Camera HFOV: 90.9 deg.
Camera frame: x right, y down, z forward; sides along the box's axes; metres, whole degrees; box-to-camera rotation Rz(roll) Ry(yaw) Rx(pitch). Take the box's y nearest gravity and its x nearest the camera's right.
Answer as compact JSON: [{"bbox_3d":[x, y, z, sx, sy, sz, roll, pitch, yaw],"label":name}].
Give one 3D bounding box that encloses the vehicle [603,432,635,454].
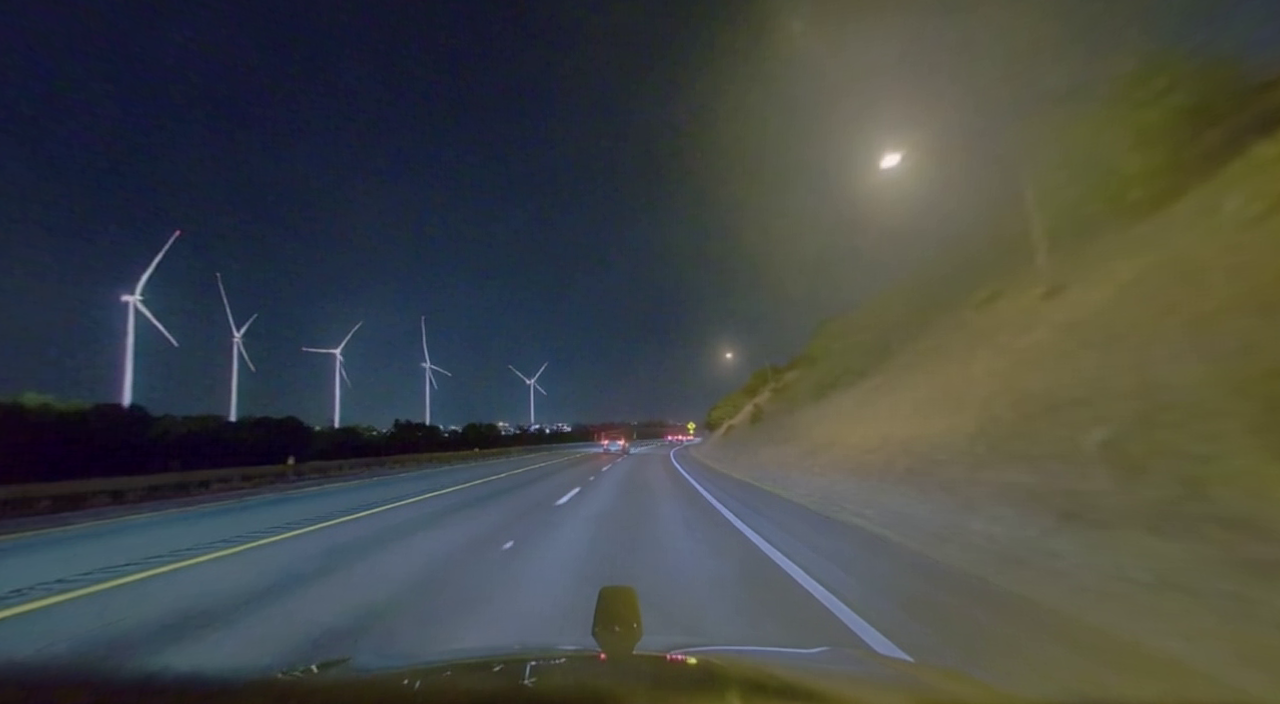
[{"bbox_3d":[-1.610,7.108,49.173,2.123,1.629,4.180,0,-8,3],"label":"vehicle"}]
